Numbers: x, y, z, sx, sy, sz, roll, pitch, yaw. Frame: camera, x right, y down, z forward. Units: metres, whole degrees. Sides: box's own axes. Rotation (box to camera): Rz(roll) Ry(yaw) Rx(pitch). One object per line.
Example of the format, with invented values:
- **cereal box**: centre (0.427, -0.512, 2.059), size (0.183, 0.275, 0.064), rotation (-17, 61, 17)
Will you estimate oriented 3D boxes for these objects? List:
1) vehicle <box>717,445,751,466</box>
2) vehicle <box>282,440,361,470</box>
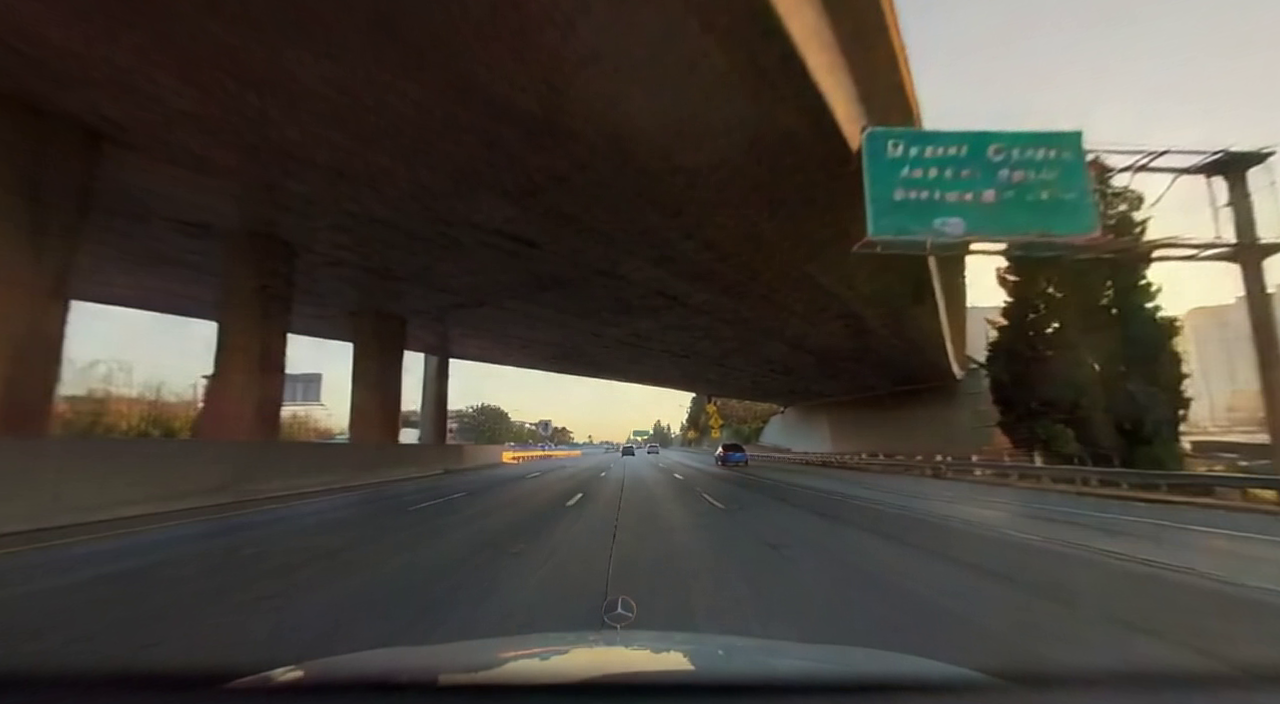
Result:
- **vehicle**: centre (7.195, 7.985, 48.981), size (1.958, 1.498, 4.447), rotation (0, -7, 0)
- **vehicle**: centre (-19.141, 6.224, 38.283), size (2.208, 1.660, 5.052), rotation (0, -9, 0)
